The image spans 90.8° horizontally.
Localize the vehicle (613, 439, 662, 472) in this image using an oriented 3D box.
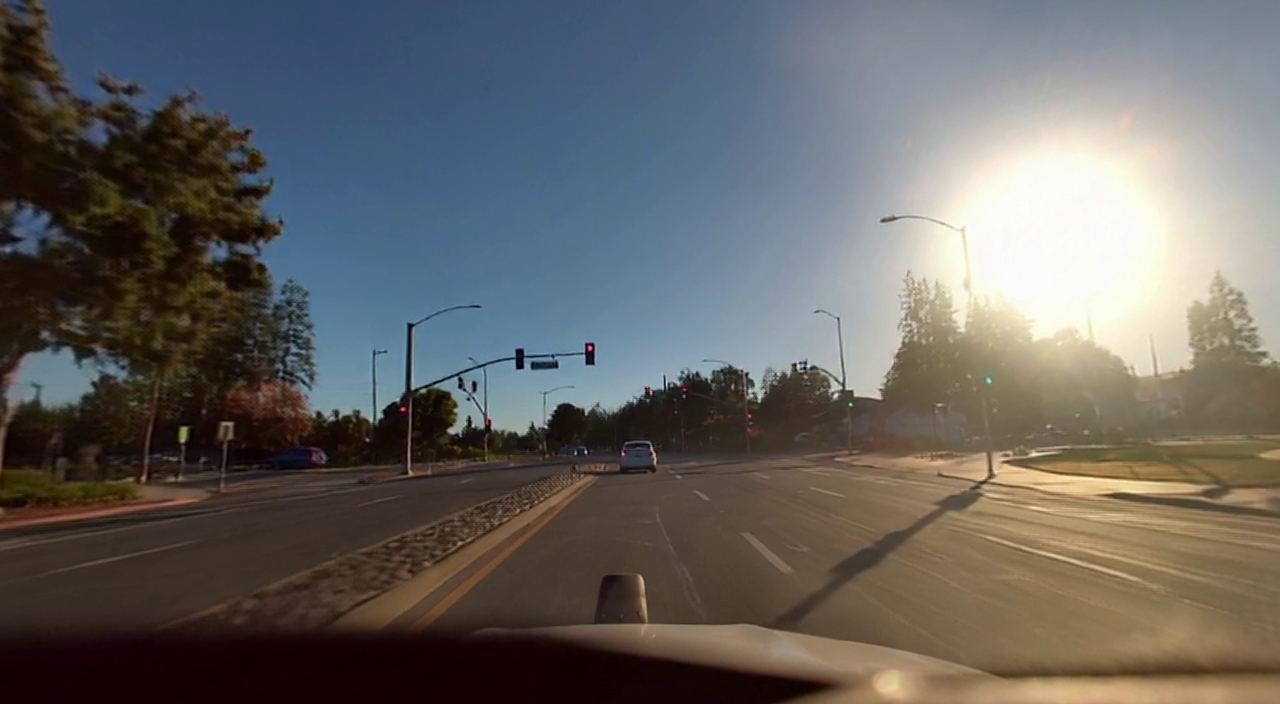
[{"bbox_3d":[-0.048,5.314,32.531,2.074,1.570,3.647,0,-9,7],"label":"vehicle"}]
